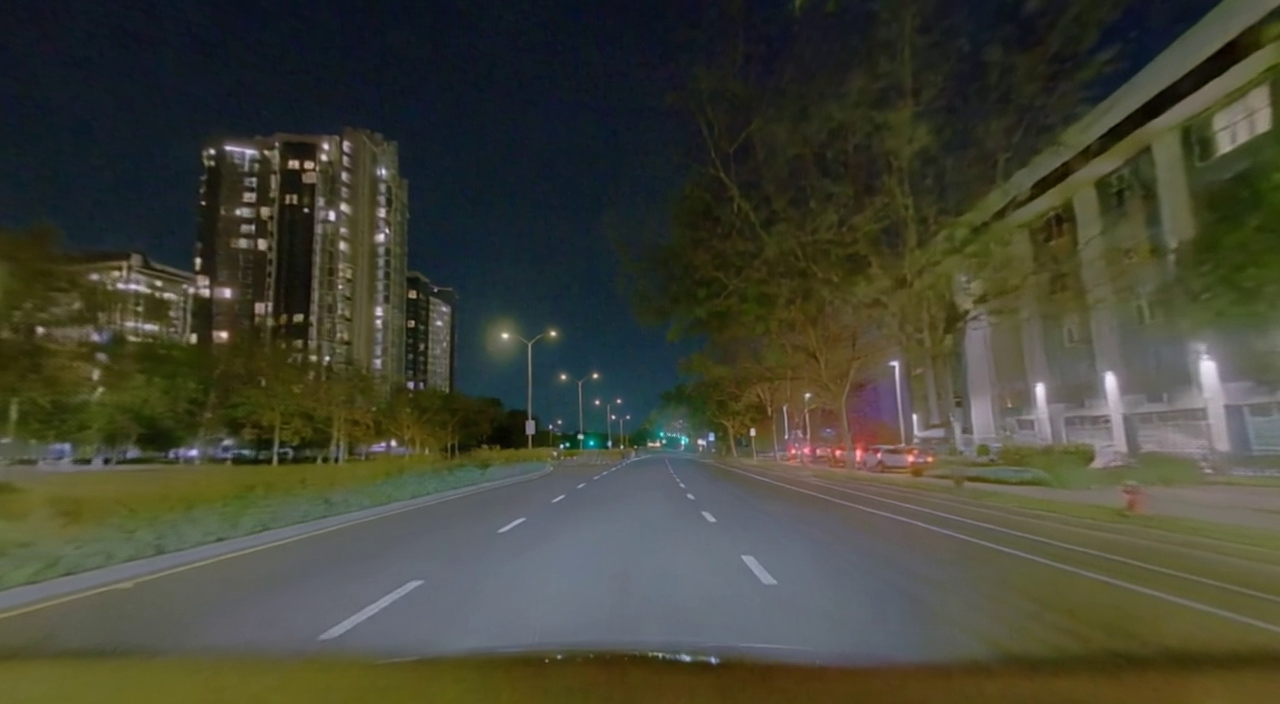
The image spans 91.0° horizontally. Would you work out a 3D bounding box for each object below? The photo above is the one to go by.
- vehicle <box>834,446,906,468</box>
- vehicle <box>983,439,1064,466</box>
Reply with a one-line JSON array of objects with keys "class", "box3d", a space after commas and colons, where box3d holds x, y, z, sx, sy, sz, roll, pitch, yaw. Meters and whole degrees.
[{"class": "vehicle", "box3d": [16.196, 7.386, 44.484, 4.331, 1.469, 2.008, -1, -9, 4]}, {"class": "vehicle", "box3d": [28.491, 7.487, 46.824, 4.627, 1.659, 1.882, -4, -7, 3]}]
